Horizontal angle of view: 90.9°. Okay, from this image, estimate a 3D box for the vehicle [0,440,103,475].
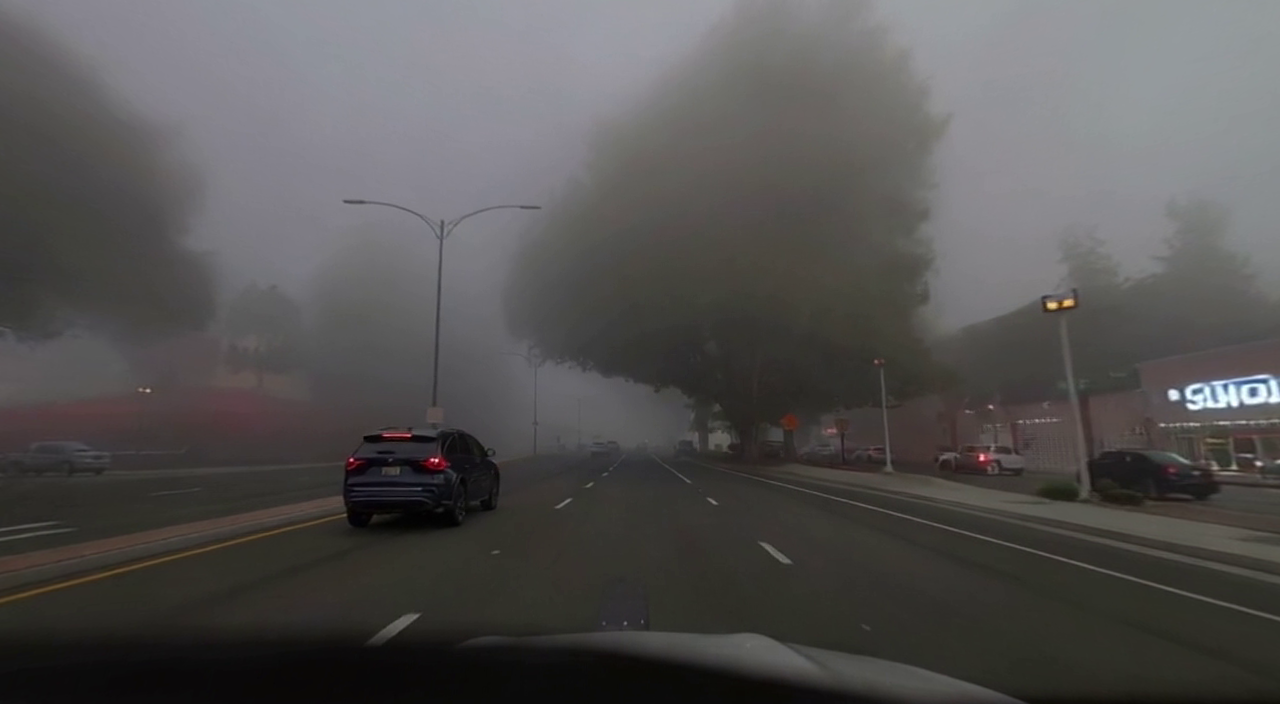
[{"bbox_3d":[-35.386,6.143,37.132,2.131,1.878,5.681,-1,-8,4],"label":"vehicle"}]

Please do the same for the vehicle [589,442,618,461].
[{"bbox_3d":[-2.833,7.881,49.987,2.005,1.446,4.265,0,-8,1],"label":"vehicle"}]

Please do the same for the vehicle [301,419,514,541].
[{"bbox_3d":[-3.541,2.021,10.525,1.983,1.635,3.957,0,-8,1],"label":"vehicle"}]

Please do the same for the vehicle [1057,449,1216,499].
[{"bbox_3d":[16.393,4.005,20.950,1.703,1.446,3.822,6,-11,-44],"label":"vehicle"}]
